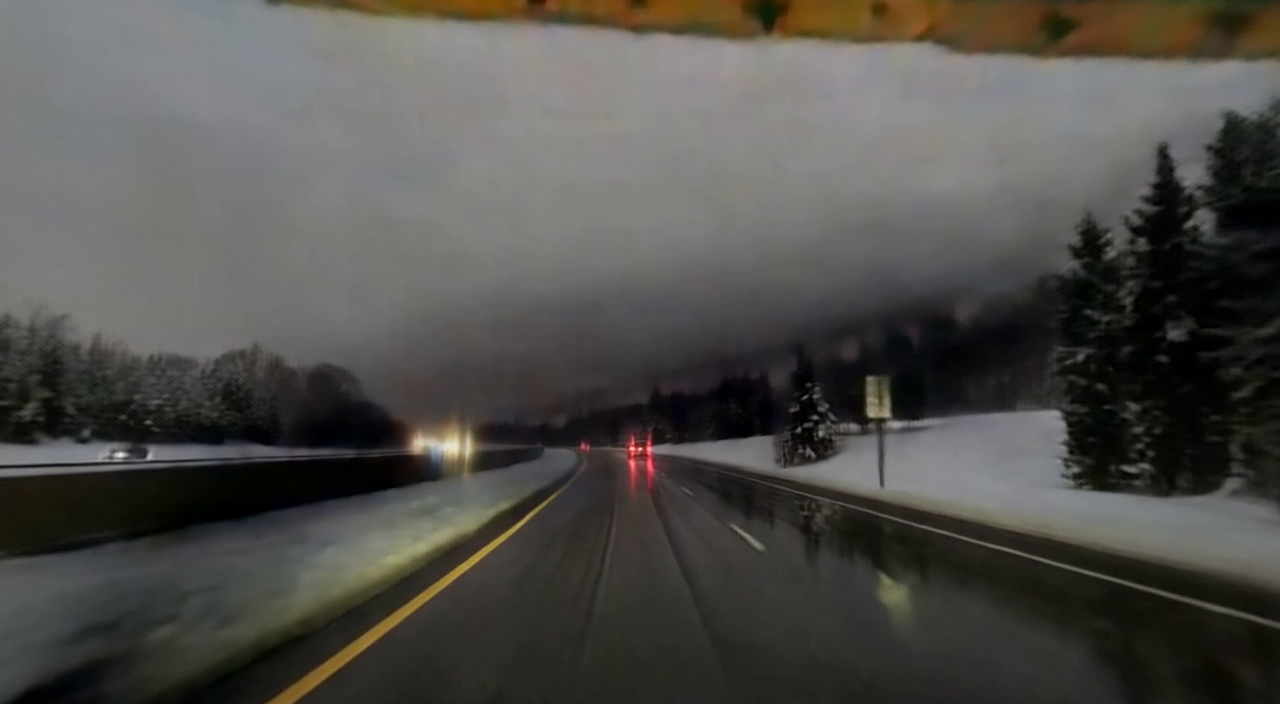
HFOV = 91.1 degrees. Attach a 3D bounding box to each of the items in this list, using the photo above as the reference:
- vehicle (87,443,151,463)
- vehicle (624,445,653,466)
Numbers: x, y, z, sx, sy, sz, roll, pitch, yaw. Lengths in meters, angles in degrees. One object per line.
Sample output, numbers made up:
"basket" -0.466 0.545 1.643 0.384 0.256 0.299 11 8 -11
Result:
"vehicle" -40.776 7.902 49.343 1.762 1.433 4.077 0 -9 -5
"vehicle" -0.101 7.850 47.708 2.140 1.455 4.135 0 -9 0
